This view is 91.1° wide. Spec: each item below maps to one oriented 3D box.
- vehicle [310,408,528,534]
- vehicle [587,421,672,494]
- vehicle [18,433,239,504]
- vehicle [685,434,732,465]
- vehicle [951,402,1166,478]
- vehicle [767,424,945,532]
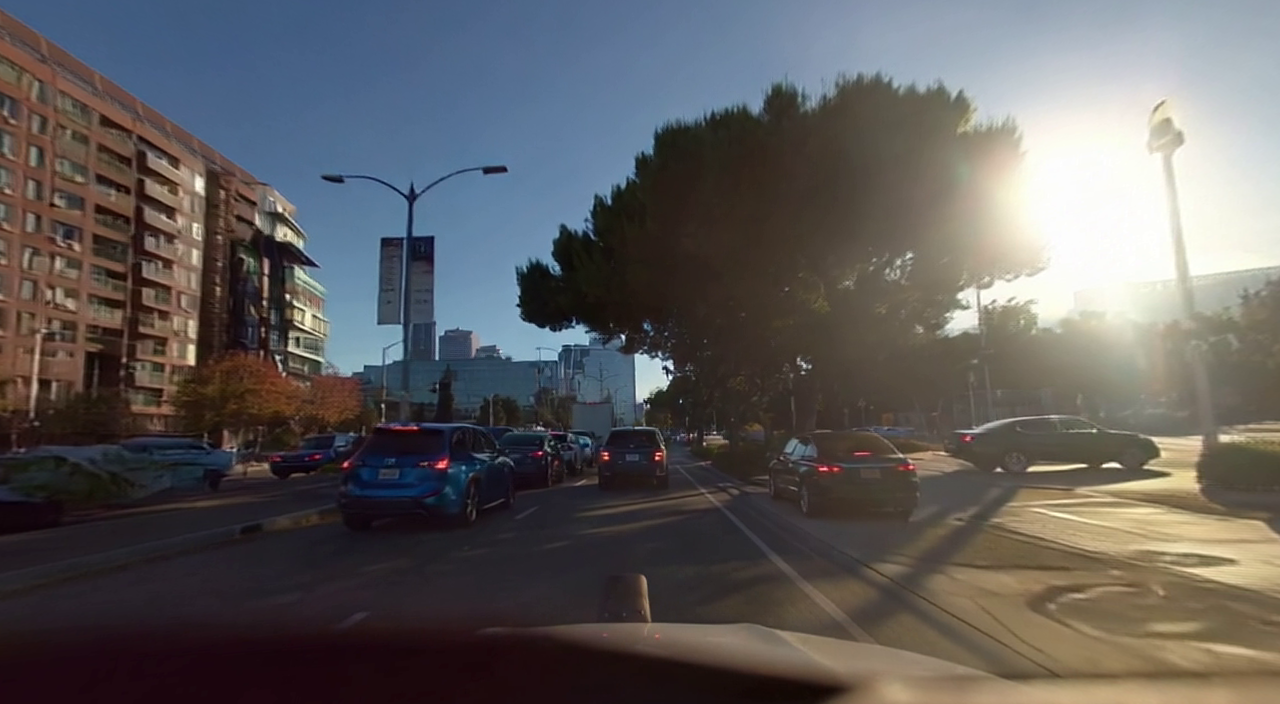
[{"bbox_3d":[-3.407,1.944,10.792,2.047,1.710,4.314,0,-8,2],"label":"vehicle"},{"bbox_3d":[-0.209,2.810,17.011,2.022,1.700,4.084,0,-8,1],"label":"vehicle"},{"bbox_3d":[-12.380,2.815,15.671,1.843,1.509,4.301,0,-8,1],"label":"vehicle"},{"bbox_3d":[3.388,4.940,31.918,1.948,1.475,4.093,0,-8,0],"label":"vehicle"},{"bbox_3d":[12.484,2.678,18.995,4.991,1.978,2.090,-8,-11,42],"label":"vehicle"},{"bbox_3d":[3.541,2.115,11.117,1.847,1.554,3.885,0,-8,2],"label":"vehicle"}]
